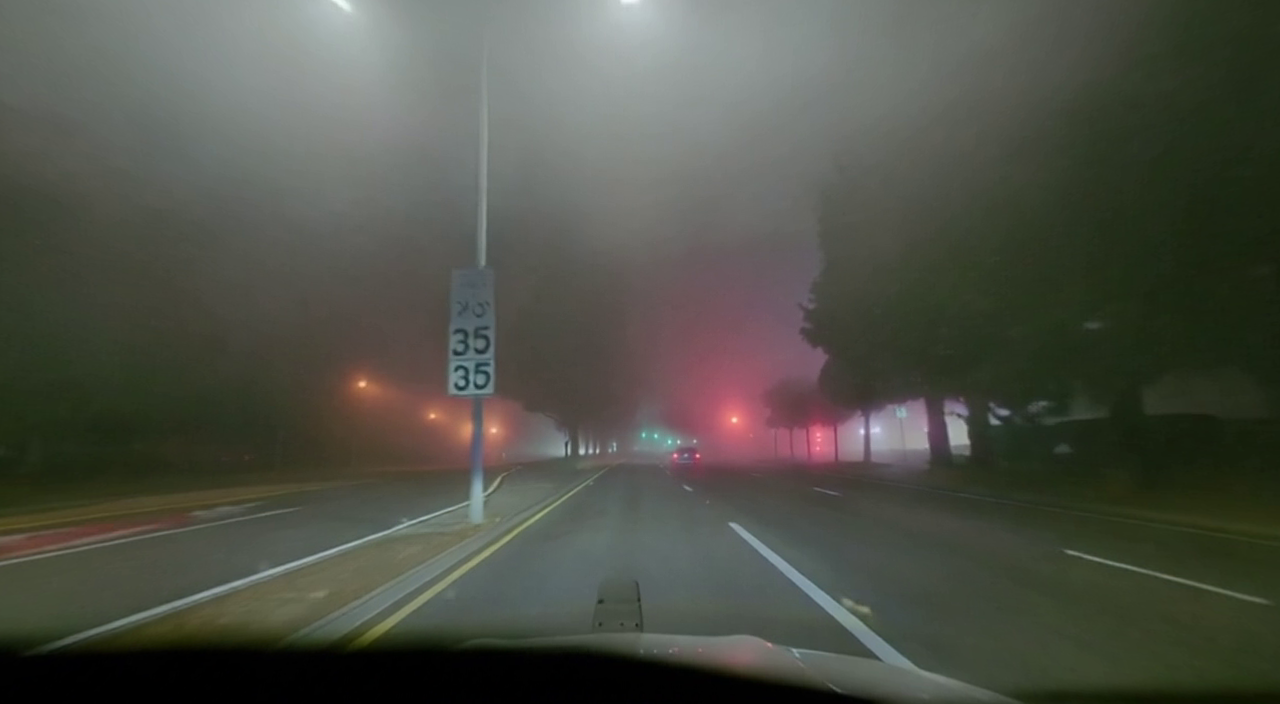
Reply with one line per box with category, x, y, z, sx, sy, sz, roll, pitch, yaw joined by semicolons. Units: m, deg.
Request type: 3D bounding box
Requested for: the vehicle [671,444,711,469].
vehicle;3.117;6.549;39.683;2.015;1.479;4.444;0;-8;-2
